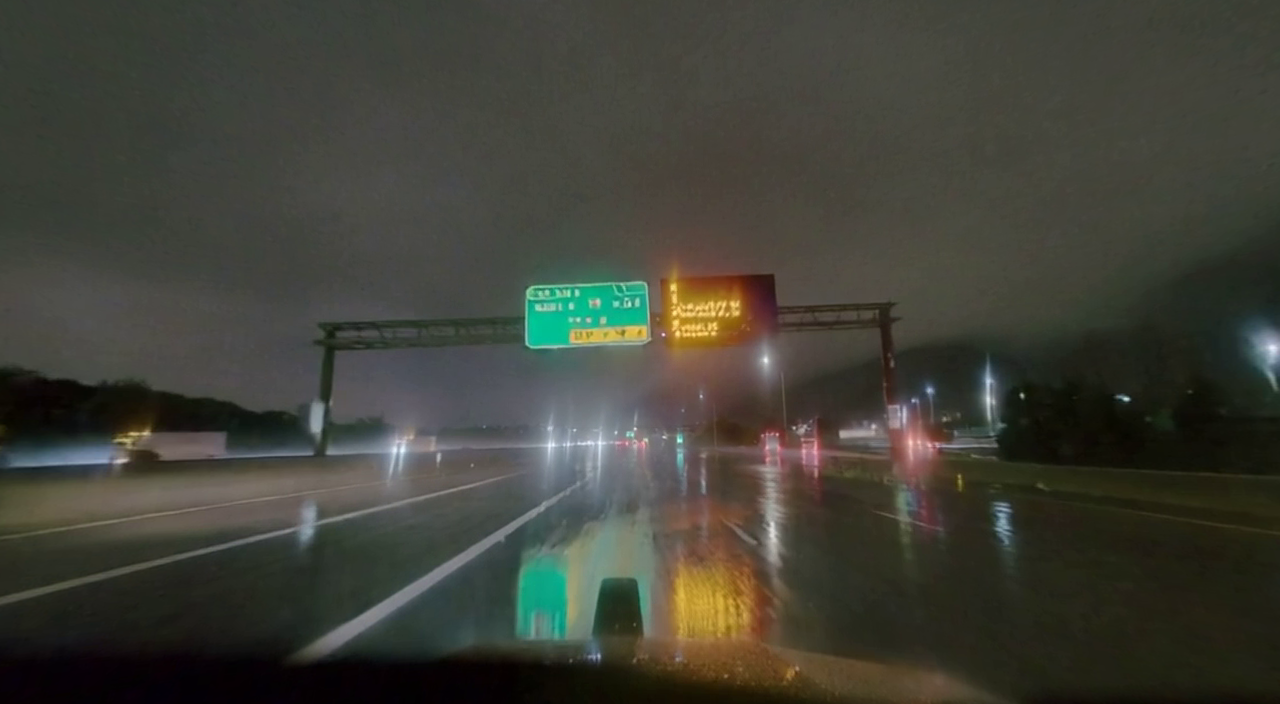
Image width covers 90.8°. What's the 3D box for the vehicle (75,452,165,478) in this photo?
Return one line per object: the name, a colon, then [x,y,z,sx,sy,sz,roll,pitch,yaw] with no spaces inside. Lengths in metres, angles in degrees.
vehicle: [-33.454,7.266,40.833,1.820,1.499,4.637,0,-8,0]
